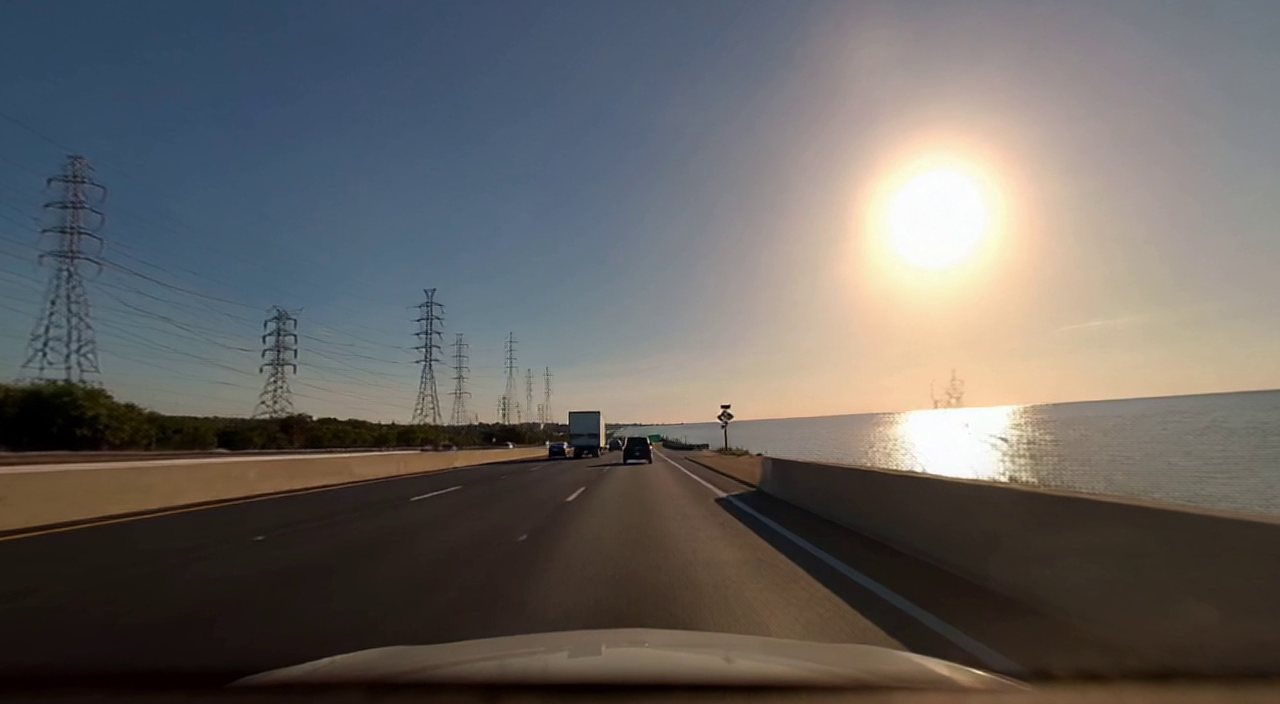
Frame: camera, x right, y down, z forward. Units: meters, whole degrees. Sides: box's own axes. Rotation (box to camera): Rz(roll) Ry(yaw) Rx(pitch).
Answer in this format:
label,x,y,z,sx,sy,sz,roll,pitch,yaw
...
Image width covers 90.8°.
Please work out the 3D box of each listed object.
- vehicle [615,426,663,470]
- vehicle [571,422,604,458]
label,x,y,z,sx,sy,sz,roll,pitch,yaw
vehicle,-0.039,5.106,33.590,2.358,2.144,4.713,0,-8,0
vehicle,-3.785,6.351,45.754,2.178,2.522,2.054,0,-8,1
